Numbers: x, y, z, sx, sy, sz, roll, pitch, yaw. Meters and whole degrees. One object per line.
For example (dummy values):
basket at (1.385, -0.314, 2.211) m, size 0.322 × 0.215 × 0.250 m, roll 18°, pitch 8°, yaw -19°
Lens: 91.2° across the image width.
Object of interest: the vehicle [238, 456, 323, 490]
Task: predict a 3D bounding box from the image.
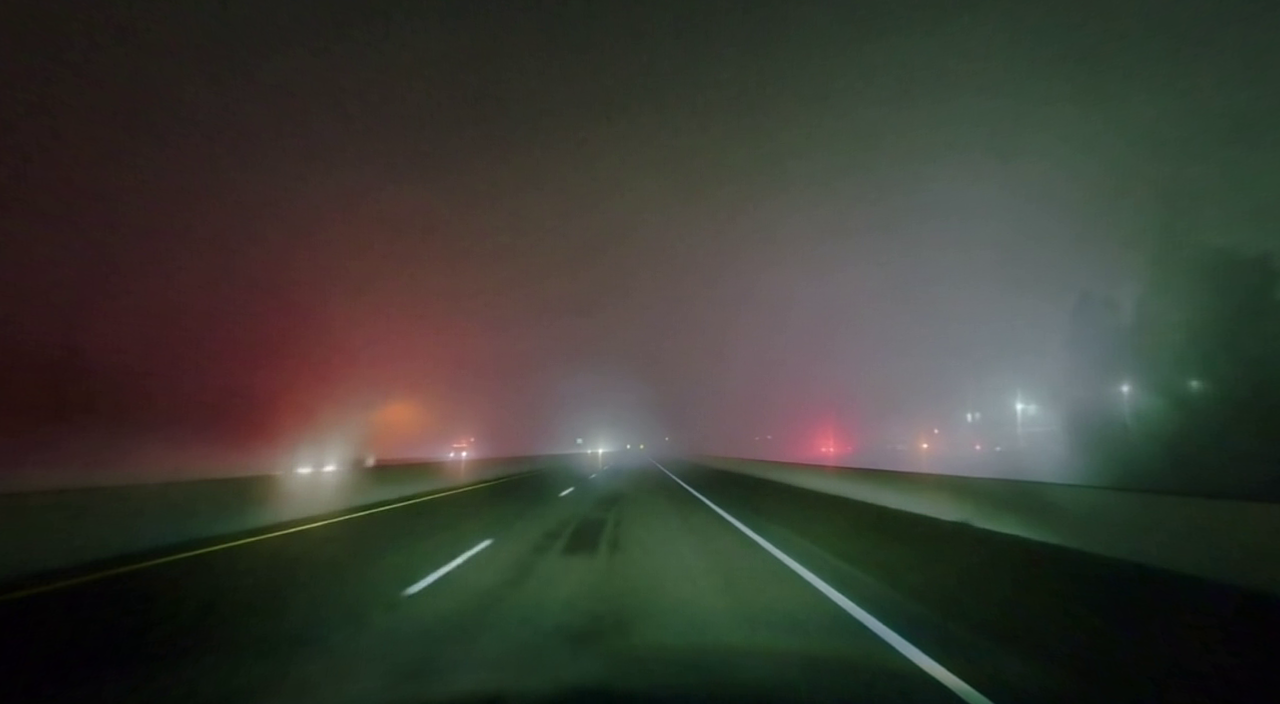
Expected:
vehicle at (-17.380, 5.844, 30.520) m, size 1.779 × 1.498 × 3.922 m, roll 0°, pitch -9°, yaw 0°
